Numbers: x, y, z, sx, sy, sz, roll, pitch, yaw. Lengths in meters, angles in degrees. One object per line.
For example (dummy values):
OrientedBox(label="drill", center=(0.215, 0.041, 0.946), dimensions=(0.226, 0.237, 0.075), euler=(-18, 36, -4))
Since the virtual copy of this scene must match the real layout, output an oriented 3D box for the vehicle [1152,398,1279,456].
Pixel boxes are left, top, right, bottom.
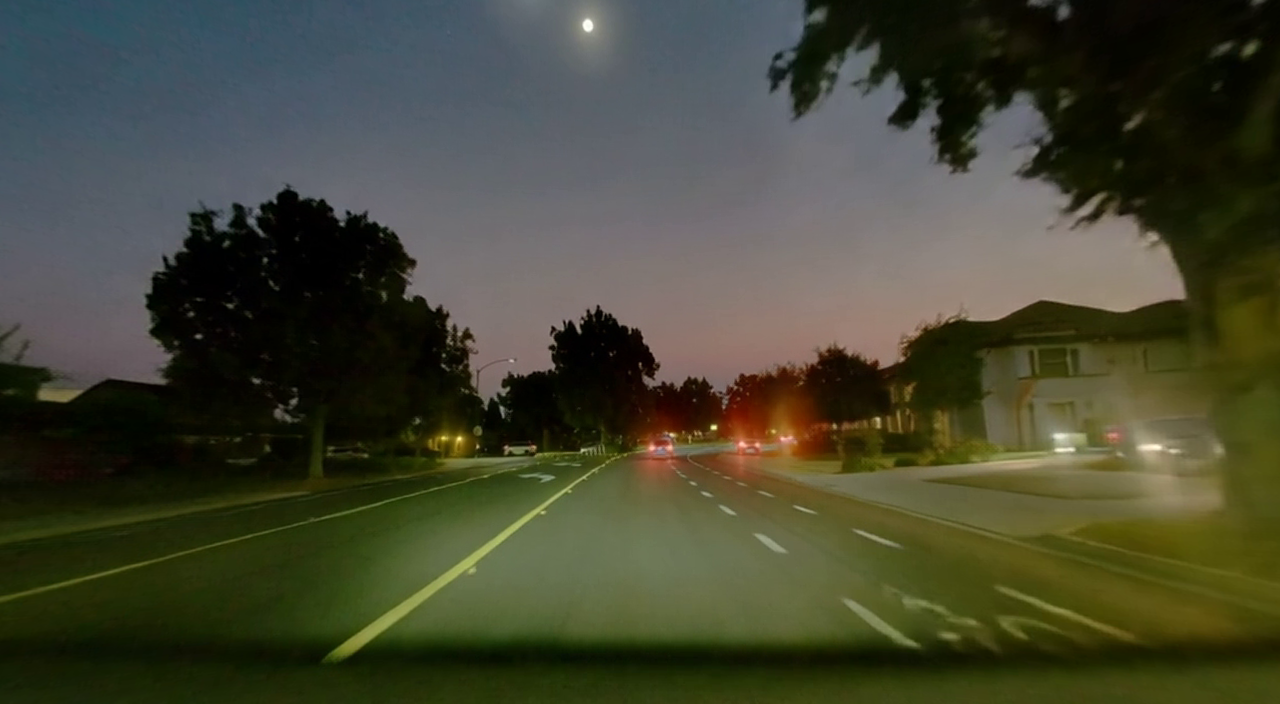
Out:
OrientedBox(label="vehicle", center=(19.860, 2.499, 21.009), dimensions=(1.924, 1.703, 4.254), euler=(-4, -9, -1))
